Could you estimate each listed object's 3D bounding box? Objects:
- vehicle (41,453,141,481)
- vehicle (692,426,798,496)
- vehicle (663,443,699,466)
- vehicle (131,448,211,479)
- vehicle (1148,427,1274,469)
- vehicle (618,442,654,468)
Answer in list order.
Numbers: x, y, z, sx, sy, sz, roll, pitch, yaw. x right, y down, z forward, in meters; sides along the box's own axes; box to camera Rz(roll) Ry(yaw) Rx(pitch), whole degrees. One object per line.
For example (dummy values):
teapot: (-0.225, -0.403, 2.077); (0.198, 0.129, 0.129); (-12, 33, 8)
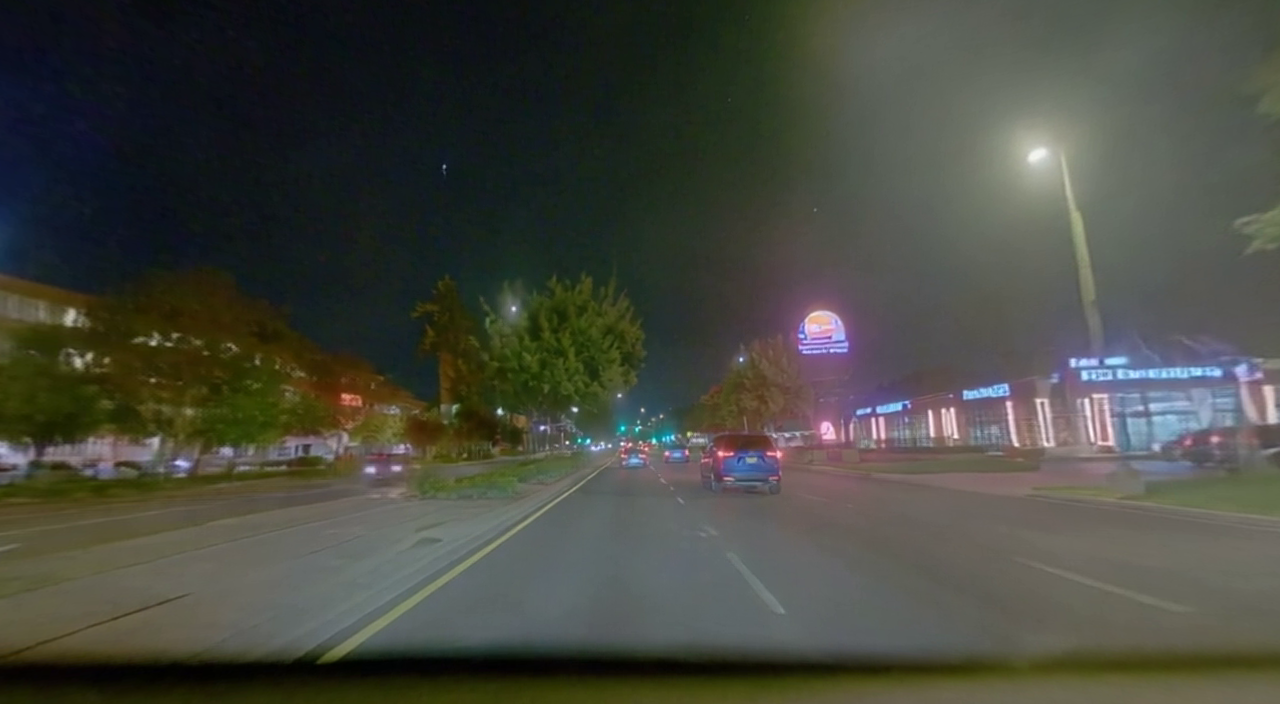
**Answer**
vehicle: (-31.914, 6.676, 36.925); (1.924, 1.430, 4.367); (0, -8, -1)
vehicle: (2.961, 3.196, 18.959); (2.140, 1.811, 4.593); (0, -8, -3)
vehicle: (2.551, 6.550, 40.466); (1.970, 1.402, 3.756); (0, -8, -2)
vehicle: (-28.417, 6.725, 38.442); (1.897, 1.704, 4.153); (1, -8, -5)
vehicle: (25.259, 4.275, 28.187); (1.788, 1.741, 4.278); (-1, -8, 5)
vehicle: (-0.276, 6.084, 37.342); (2.056, 1.440, 3.798); (0, -8, -1)
